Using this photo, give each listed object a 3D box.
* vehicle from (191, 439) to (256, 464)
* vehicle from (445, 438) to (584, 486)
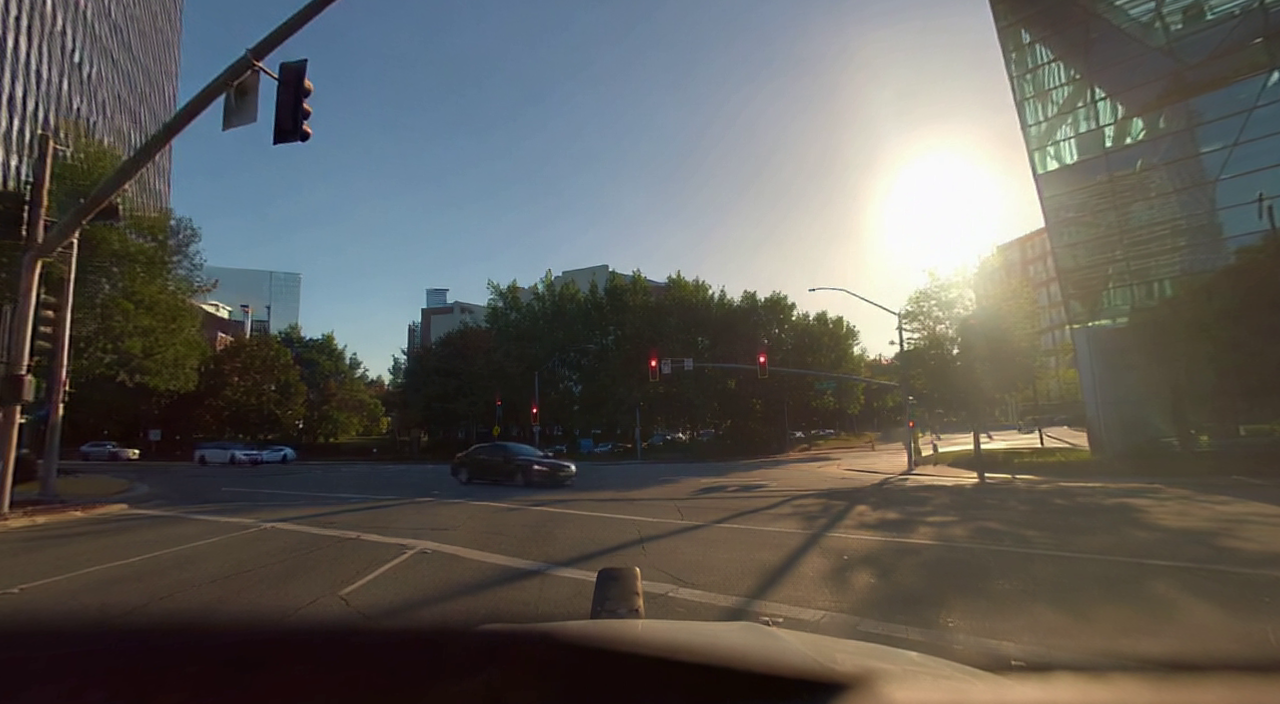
[{"bbox_3d":[-27.393,6.526,41.519,4.110,1.511,1.883,-5,-10,30],"label":"vehicle"},{"bbox_3d":[-4.343,3.703,21.522,4.798,1.461,1.939,-7,-11,37],"label":"vehicle"}]
